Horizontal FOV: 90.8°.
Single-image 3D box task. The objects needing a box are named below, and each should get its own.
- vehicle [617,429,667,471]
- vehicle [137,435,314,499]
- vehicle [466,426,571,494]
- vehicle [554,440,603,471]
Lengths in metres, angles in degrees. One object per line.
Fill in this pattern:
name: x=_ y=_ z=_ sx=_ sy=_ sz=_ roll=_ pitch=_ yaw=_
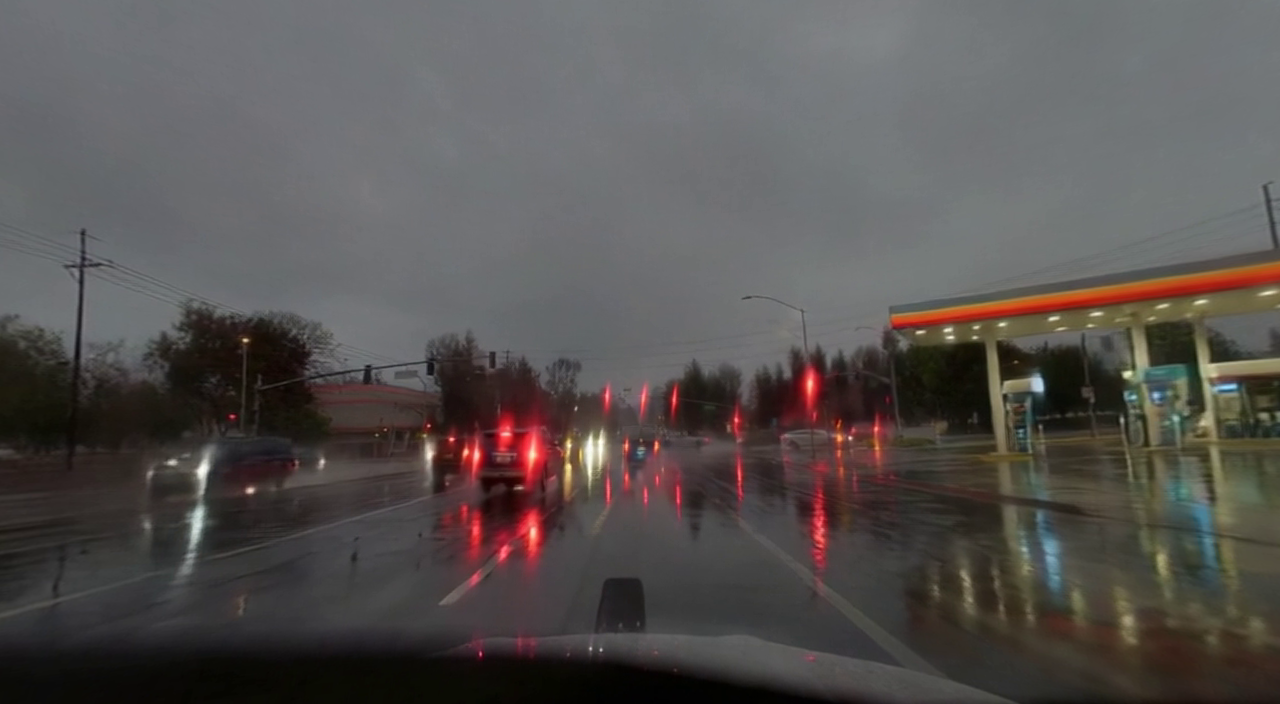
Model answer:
vehicle: x=0.111 y=4.697 z=30.426 sx=2.224 sy=1.819 sz=5.005 roll=0 pitch=-9 yaw=1
vehicle: x=-13.715 y=3.825 z=21.525 sx=2.238 sy=1.872 sz=5.625 roll=0 pitch=-9 yaw=-1
vehicle: x=-3.368 y=3.106 z=18.469 sx=2.096 sy=1.718 sz=4.266 roll=0 pitch=-9 yaw=2
vehicle: x=-2.990 y=5.155 z=31.693 sx=1.881 sy=1.424 sz=4.098 roll=0 pitch=-9 yaw=2
